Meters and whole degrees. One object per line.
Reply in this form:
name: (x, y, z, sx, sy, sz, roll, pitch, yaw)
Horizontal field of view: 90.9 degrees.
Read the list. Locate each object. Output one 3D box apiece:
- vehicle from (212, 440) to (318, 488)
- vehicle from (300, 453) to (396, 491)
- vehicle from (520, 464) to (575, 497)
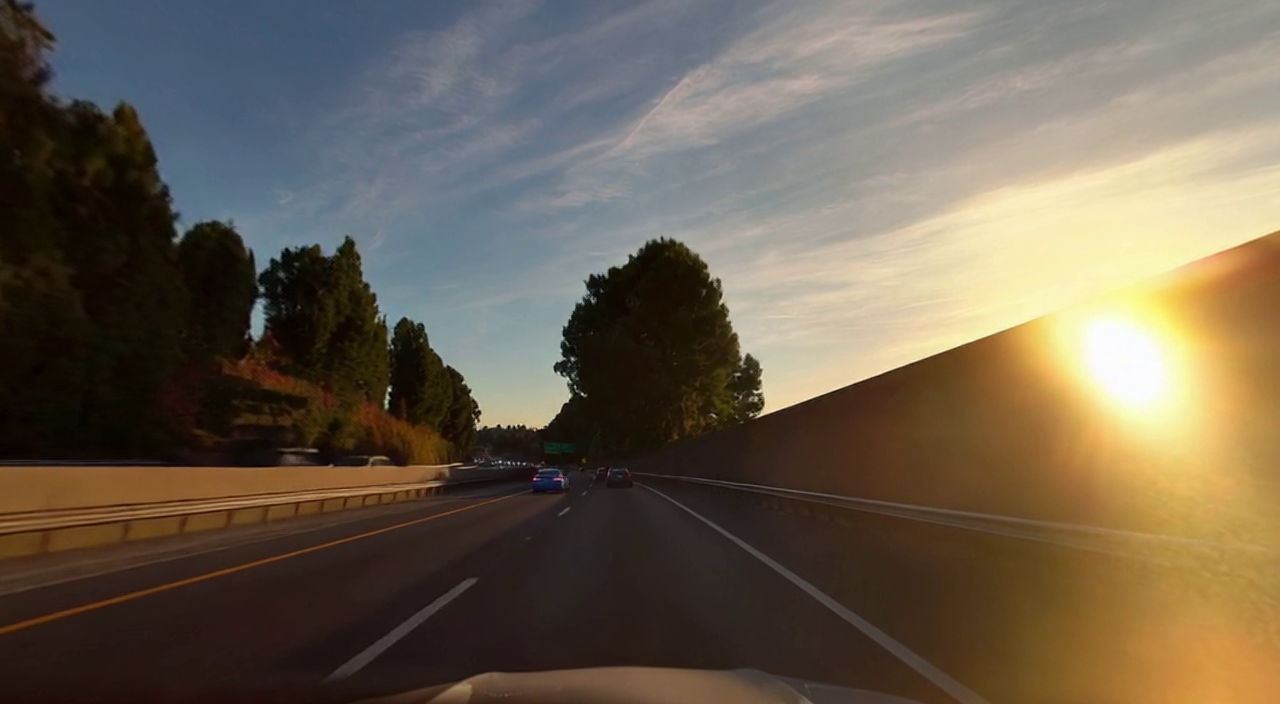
vehicle: (-16.450, 5.003, 27.952, 1.896, 1.914, 4.519, 1, -11, -1)
vehicle: (-12.626, 5.259, 27.661, 1.971, 1.512, 4.738, 1, -11, -1)
vehicle: (-4.654, 6.595, 32.500, 2.310, 1.521, 4.731, 1, -11, -2)
